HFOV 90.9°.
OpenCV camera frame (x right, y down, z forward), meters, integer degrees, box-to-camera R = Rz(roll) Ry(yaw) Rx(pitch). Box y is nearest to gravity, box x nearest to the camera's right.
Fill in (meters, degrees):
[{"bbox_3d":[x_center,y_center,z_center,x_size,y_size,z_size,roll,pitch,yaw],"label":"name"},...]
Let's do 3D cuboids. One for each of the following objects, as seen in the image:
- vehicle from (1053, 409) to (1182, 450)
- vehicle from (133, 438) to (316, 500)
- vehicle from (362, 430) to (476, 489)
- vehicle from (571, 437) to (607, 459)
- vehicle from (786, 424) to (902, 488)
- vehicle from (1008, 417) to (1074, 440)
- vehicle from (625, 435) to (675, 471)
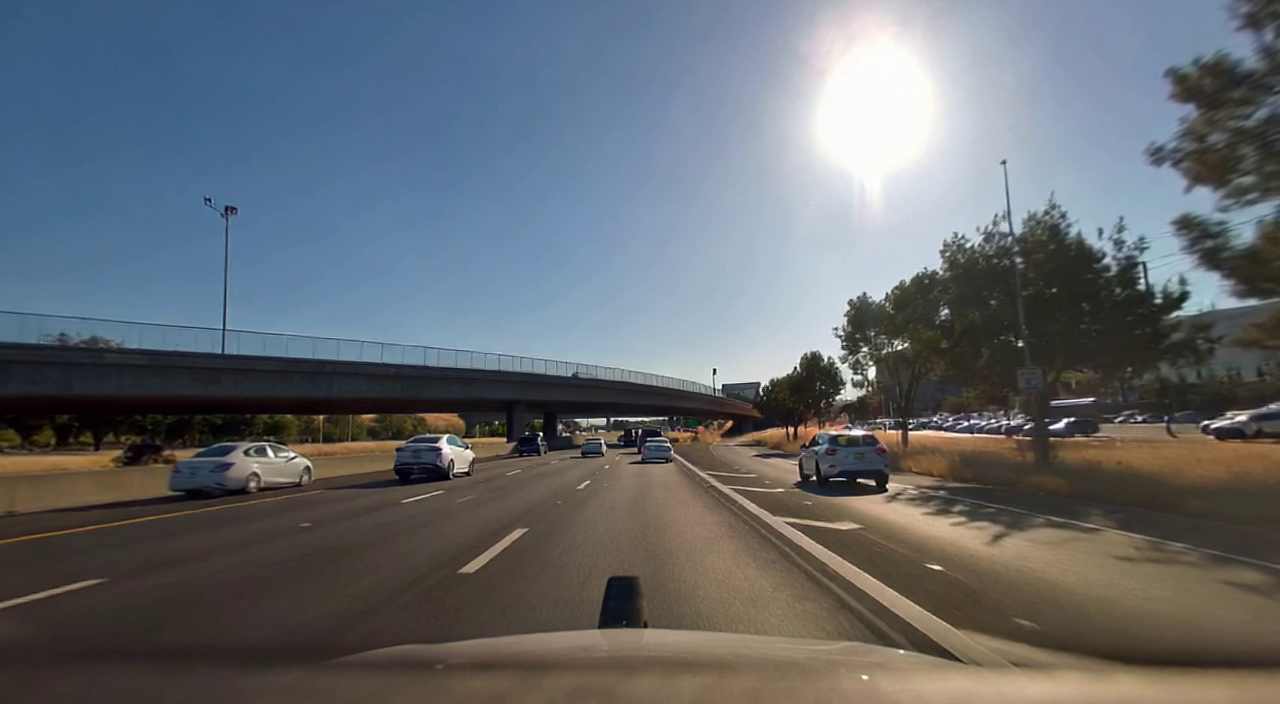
[{"bbox_3d":[18.821,3.141,25.176,1.849,1.496,4.424,0,-9,3],"label":"vehicle"},{"bbox_3d":[-11.283,3.180,17.640,1.858,1.491,4.734,0,-9,1],"label":"vehicle"},{"bbox_3d":[-6.967,3.436,20.458,2.067,1.682,4.388,0,-9,1],"label":"vehicle"},{"bbox_3d":[-3.376,6.498,42.739,2.056,1.405,4.273,0,-9,1],"label":"vehicle"},{"bbox_3d":[5.900,3.078,18.894,2.095,1.674,4.530,0,-9,2],"label":"vehicle"},{"bbox_3d":[27.337,5.287,43.176,1.835,1.438,4.615,-1,-9,5],"label":"vehicle"},{"bbox_3d":[0.425,4.582,28.785,2.145,1.493,4.146,0,-9,0],"label":"vehicle"}]
